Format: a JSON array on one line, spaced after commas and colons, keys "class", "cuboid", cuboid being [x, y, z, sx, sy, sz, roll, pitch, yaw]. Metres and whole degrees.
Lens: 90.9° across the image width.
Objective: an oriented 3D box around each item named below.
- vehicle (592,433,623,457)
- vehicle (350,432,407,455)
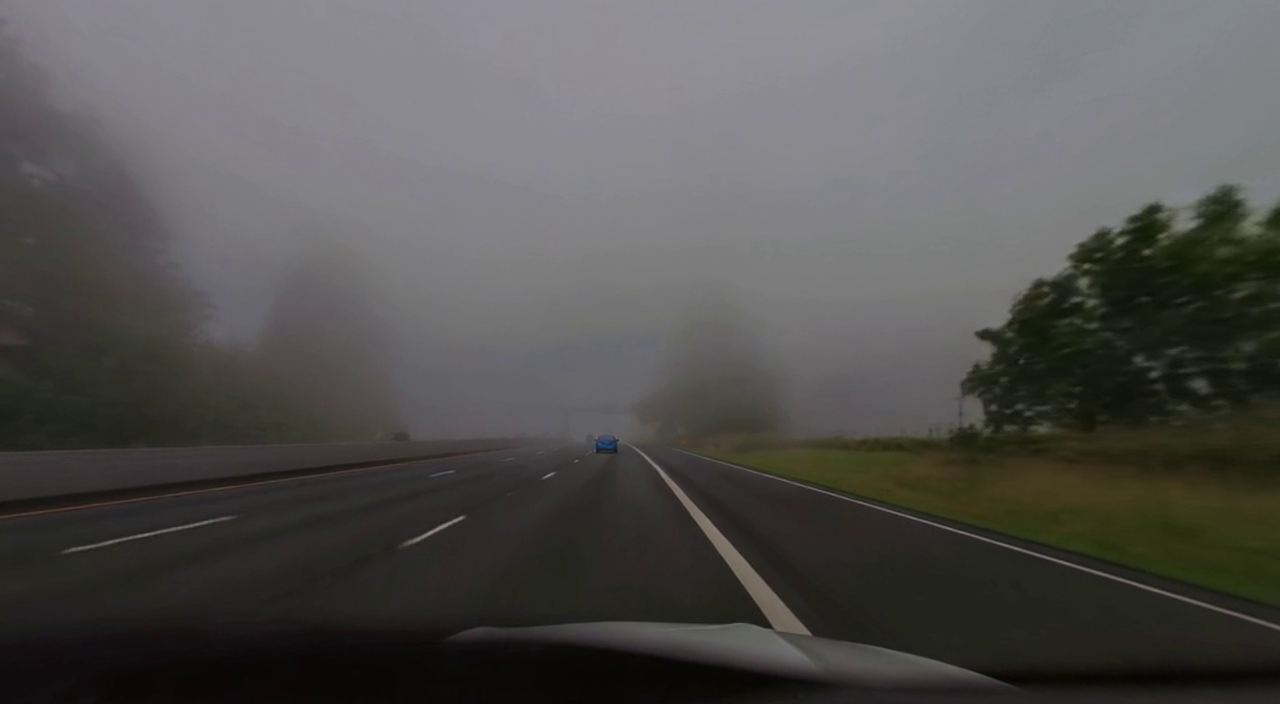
[{"class": "vehicle", "cuboid": [-2.181, 6.248, 42.520, 2.000, 1.491, 3.913, 0, -8, -3]}, {"class": "vehicle", "cuboid": [-16.754, 5.880, 40.637, 1.882, 1.417, 4.331, 1, -8, -1]}]
